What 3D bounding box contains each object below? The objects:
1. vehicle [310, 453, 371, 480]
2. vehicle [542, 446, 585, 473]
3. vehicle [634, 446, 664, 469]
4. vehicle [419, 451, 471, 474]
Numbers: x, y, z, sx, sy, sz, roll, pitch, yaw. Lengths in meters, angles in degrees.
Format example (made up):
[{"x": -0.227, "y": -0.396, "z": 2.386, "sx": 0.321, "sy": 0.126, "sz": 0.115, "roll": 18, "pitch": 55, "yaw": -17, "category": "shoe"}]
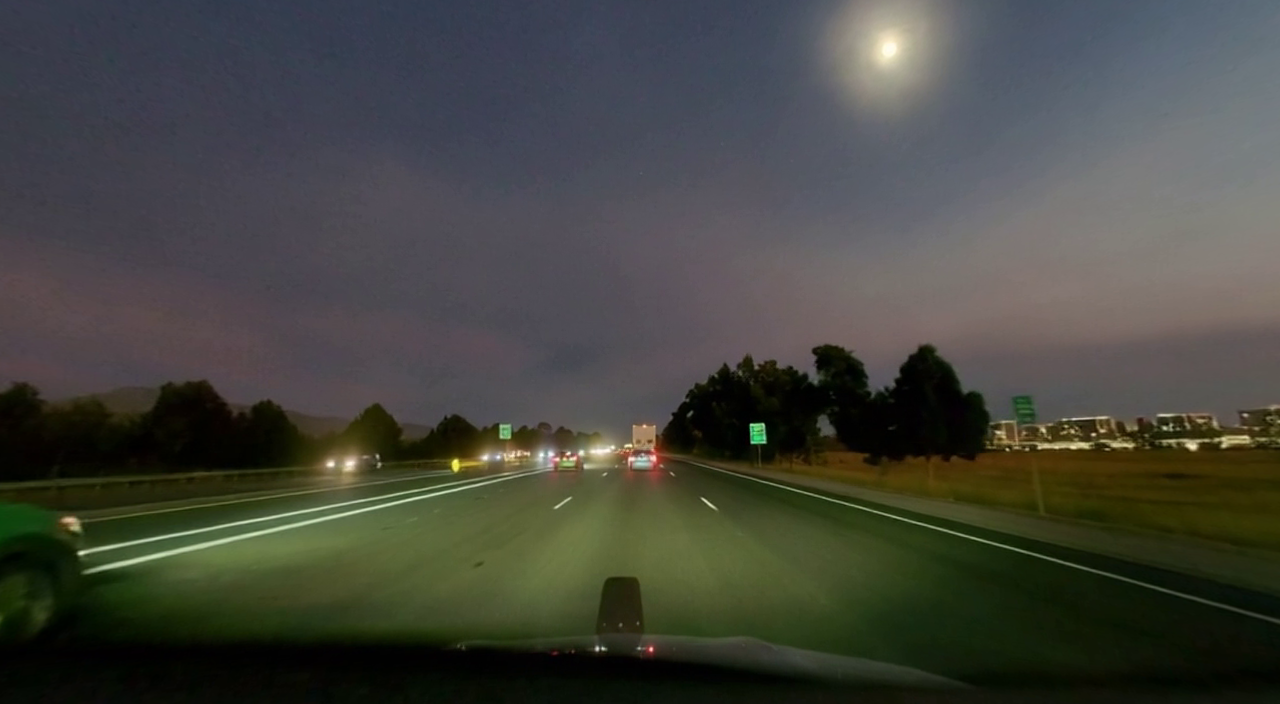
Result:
[{"x": -17.106, "y": 6.561, "z": 36.238, "sx": 1.823, "sy": 1.427, "sz": 3.450, "roll": 0, "pitch": -9, "yaw": 0, "category": "vehicle"}, {"x": -4.616, "y": 6.531, "z": 38.480, "sx": 2.172, "sy": 1.548, "sz": 3.953, "roll": 0, "pitch": -9, "yaw": 0, "category": "vehicle"}, {"x": 0.607, "y": 7.569, "z": 45.379, "sx": 1.992, "sy": 1.593, "sz": 3.937, "roll": 0, "pitch": -9, "yaw": -1, "category": "vehicle"}, {"x": -12.944, "y": 7.344, "z": 42.179, "sx": 2.077, "sy": 1.478, "sz": 4.354, "roll": 0, "pitch": -9, "yaw": 0, "category": "vehicle"}]
